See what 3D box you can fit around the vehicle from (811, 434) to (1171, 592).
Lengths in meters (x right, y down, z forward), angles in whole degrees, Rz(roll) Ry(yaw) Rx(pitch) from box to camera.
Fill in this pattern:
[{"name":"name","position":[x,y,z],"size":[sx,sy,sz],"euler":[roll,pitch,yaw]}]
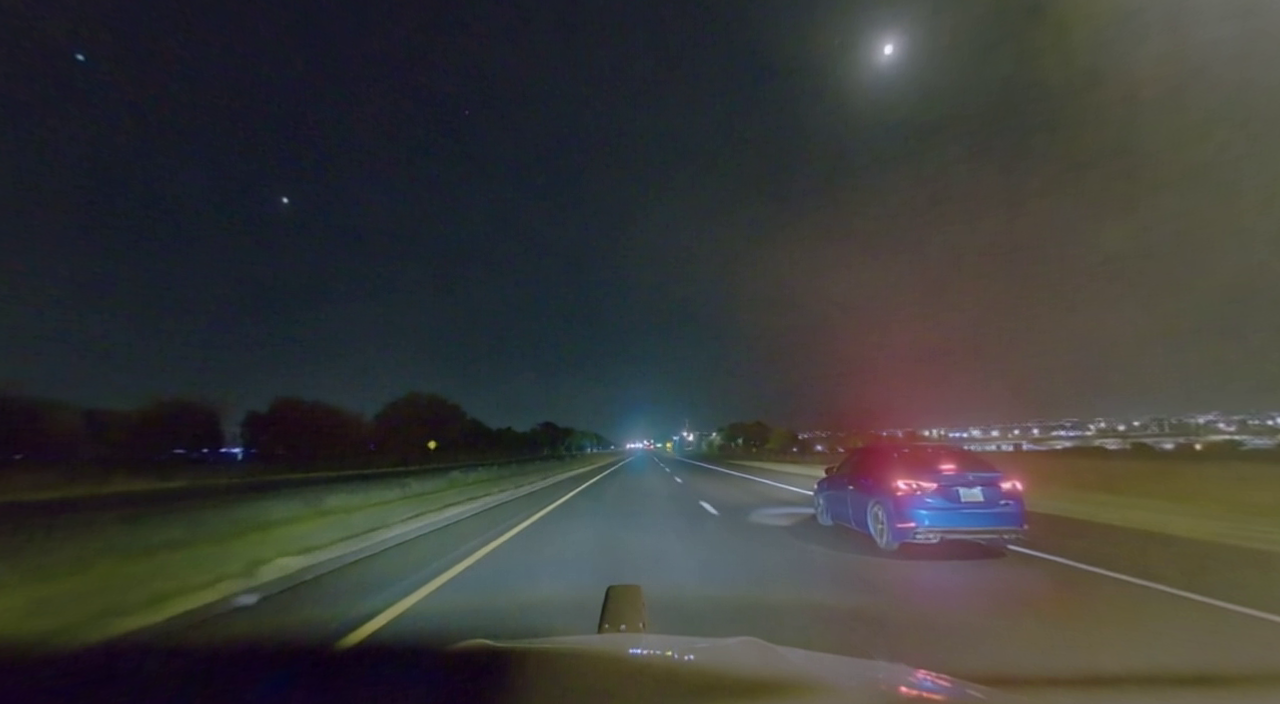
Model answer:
[{"name":"vehicle","position":[4.023,1.904,8.492],"size":[2.053,1.490,4.799],"euler":[0,-9,0]}]
